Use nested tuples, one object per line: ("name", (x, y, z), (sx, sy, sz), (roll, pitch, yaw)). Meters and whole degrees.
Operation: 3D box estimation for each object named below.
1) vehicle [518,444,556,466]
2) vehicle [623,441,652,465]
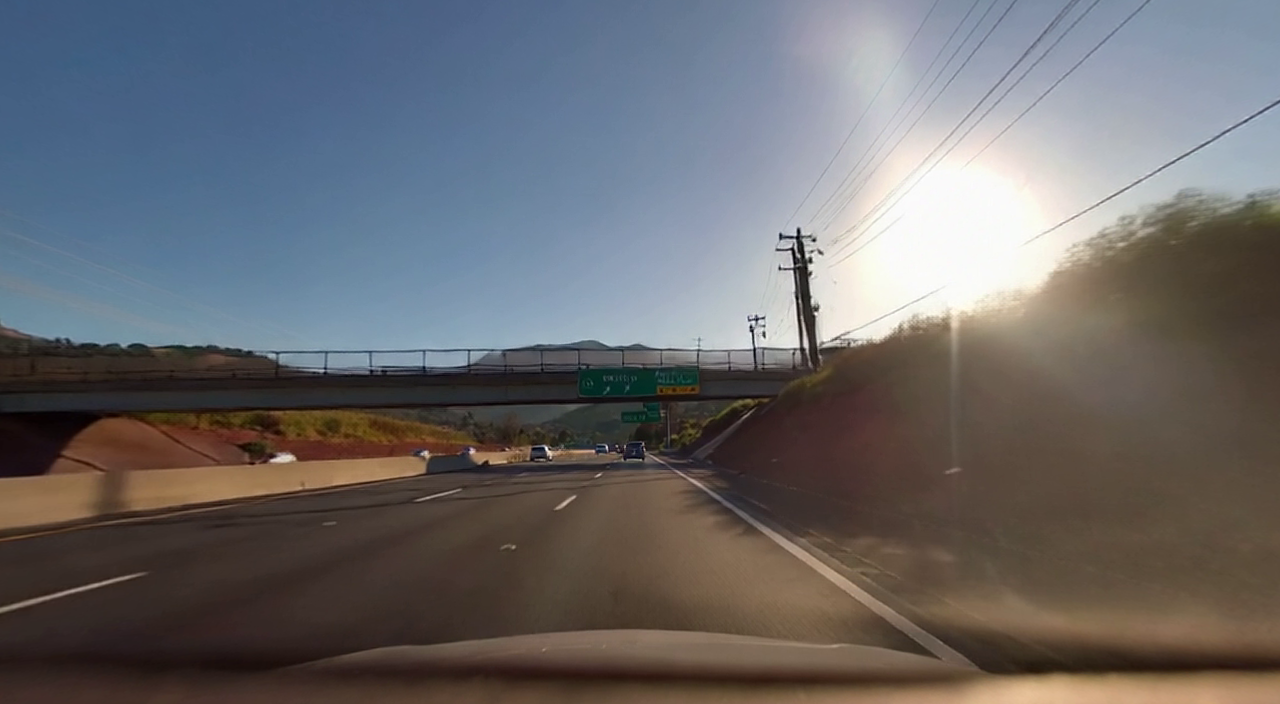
("vehicle", (-7.508, 7.537, 46.400), (2.077, 1.511, 4.323), (0, -8, 0))
("vehicle", (-0.175, 7.588, 47.758), (2.063, 1.715, 4.299), (0, -8, 0))
